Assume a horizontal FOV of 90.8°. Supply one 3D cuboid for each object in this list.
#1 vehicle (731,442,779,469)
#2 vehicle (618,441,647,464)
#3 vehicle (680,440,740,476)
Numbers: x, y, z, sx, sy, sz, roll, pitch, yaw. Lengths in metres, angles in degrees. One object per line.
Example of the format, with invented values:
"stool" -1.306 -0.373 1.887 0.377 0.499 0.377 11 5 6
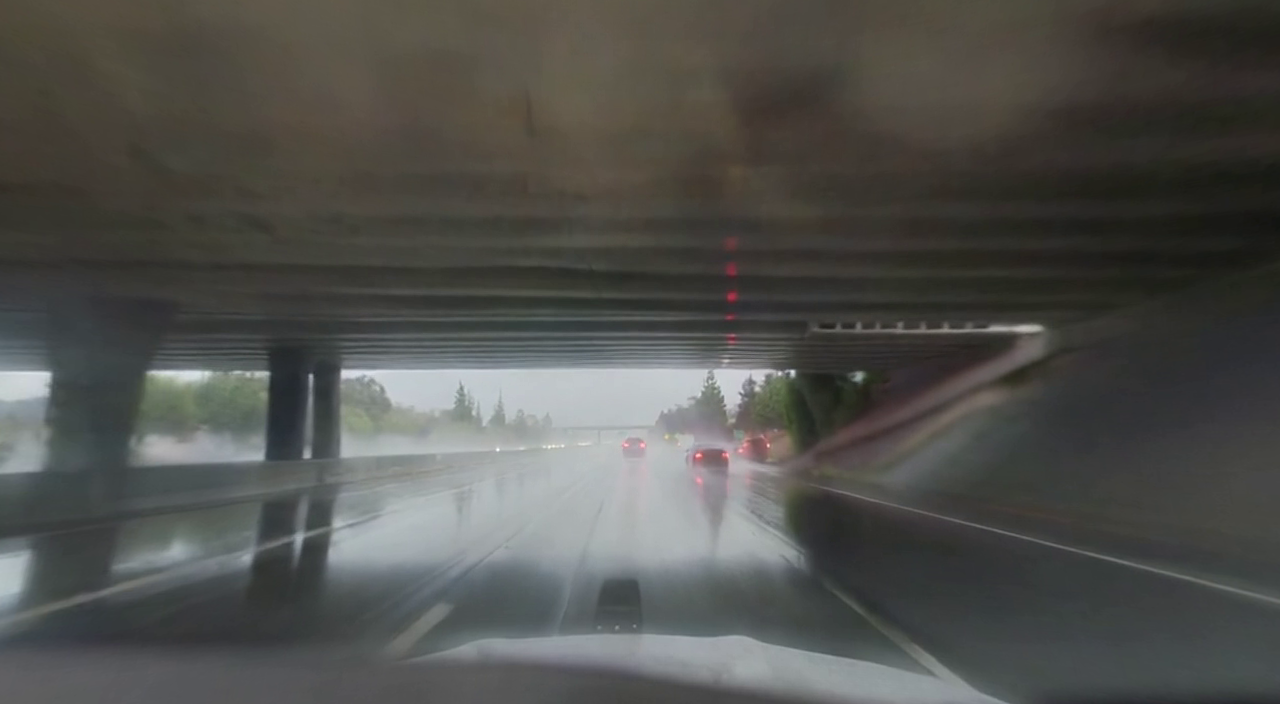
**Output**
"vehicle" 6.941 6.287 38.614 1.946 1.497 4.467 0 -9 -2
"vehicle" -0.580 7.437 46.903 2.029 1.595 4.207 0 -9 -1
"vehicle" 3.076 4.812 28.901 2.076 1.472 4.562 0 -9 -2
